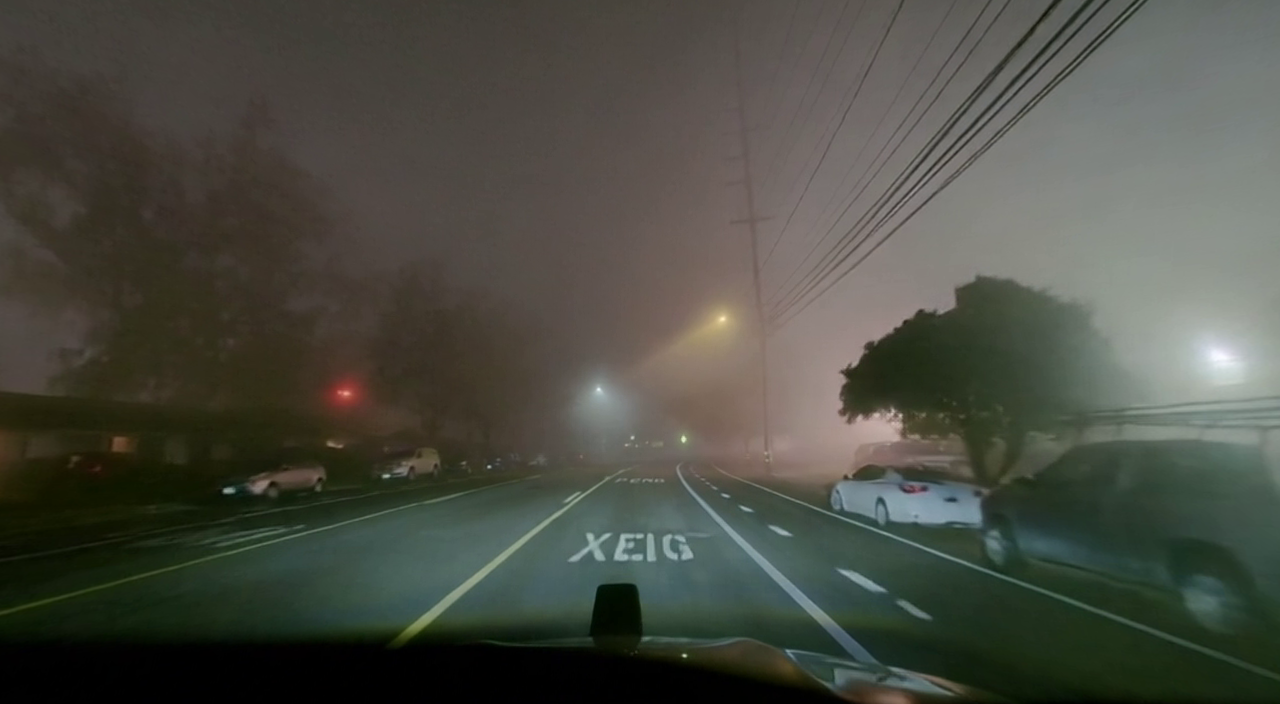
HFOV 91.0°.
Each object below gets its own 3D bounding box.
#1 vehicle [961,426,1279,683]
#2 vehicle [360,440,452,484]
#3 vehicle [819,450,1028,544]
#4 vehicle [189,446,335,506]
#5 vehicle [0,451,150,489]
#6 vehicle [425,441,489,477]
[{"bbox_3d":[5.176,1.537,5.537,2.009,1.649,5.156,0,-9,0],"label":"vehicle"},{"bbox_3d":[-11.527,5.485,31.541,2.225,1.887,5.672,-3,-9,3],"label":"vehicle"},{"bbox_3d":[5.148,2.654,12.287,1.959,1.439,4.532,0,-9,0],"label":"vehicle"},{"bbox_3d":[-12.003,3.968,20.443,1.907,1.612,4.594,-3,-10,0],"label":"vehicle"},{"bbox_3d":[-23.160,4.807,25.834,4.326,1.468,2.025,0,-9,1],"label":"vehicle"},{"bbox_3d":[-11.166,6.577,38.800,2.114,1.925,5.449,-3,-9,2],"label":"vehicle"}]
